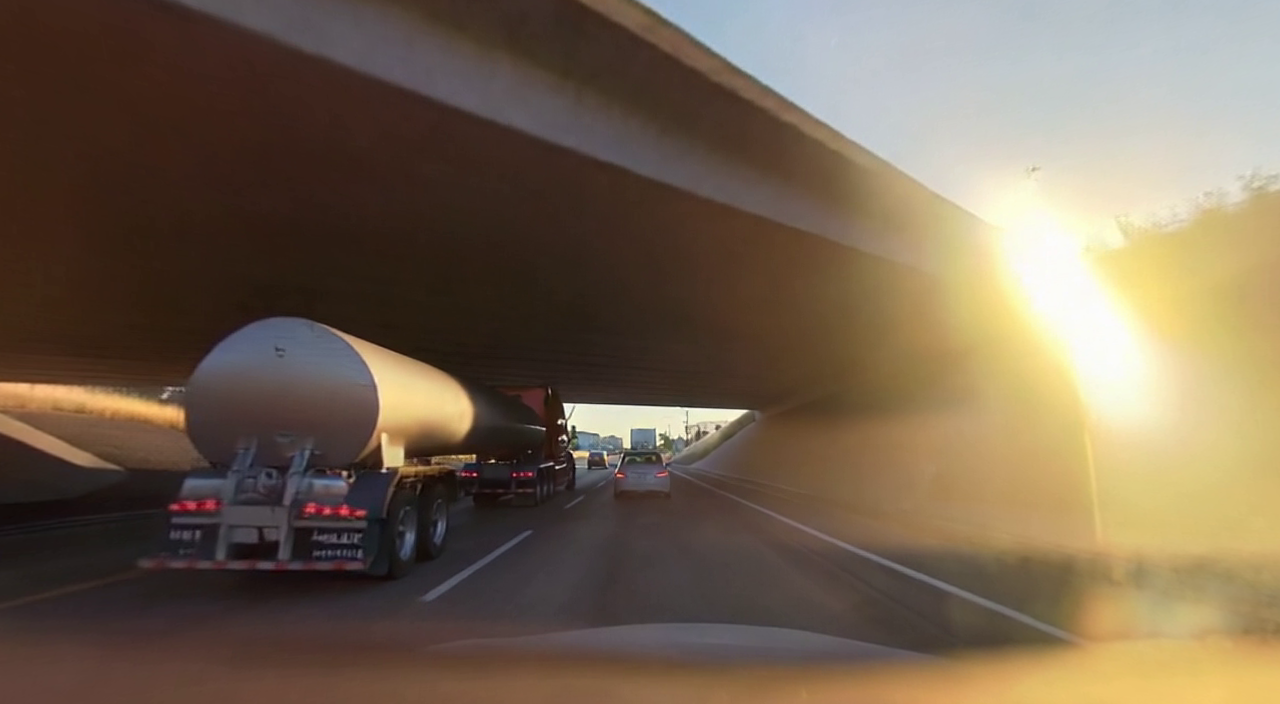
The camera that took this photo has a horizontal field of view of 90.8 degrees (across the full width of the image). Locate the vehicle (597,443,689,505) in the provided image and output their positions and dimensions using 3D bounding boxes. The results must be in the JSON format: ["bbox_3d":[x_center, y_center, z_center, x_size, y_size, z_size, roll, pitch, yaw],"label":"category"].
[{"bbox_3d":[0.064,3.287,17.476,2.215,1.481,4.246,0,-9,0],"label":"vehicle"}]

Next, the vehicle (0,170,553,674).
[{"bbox_3d":[-4.035,1.476,11.738,2.896,3.563,14.643,0,-8,0],"label":"vehicle"}]
